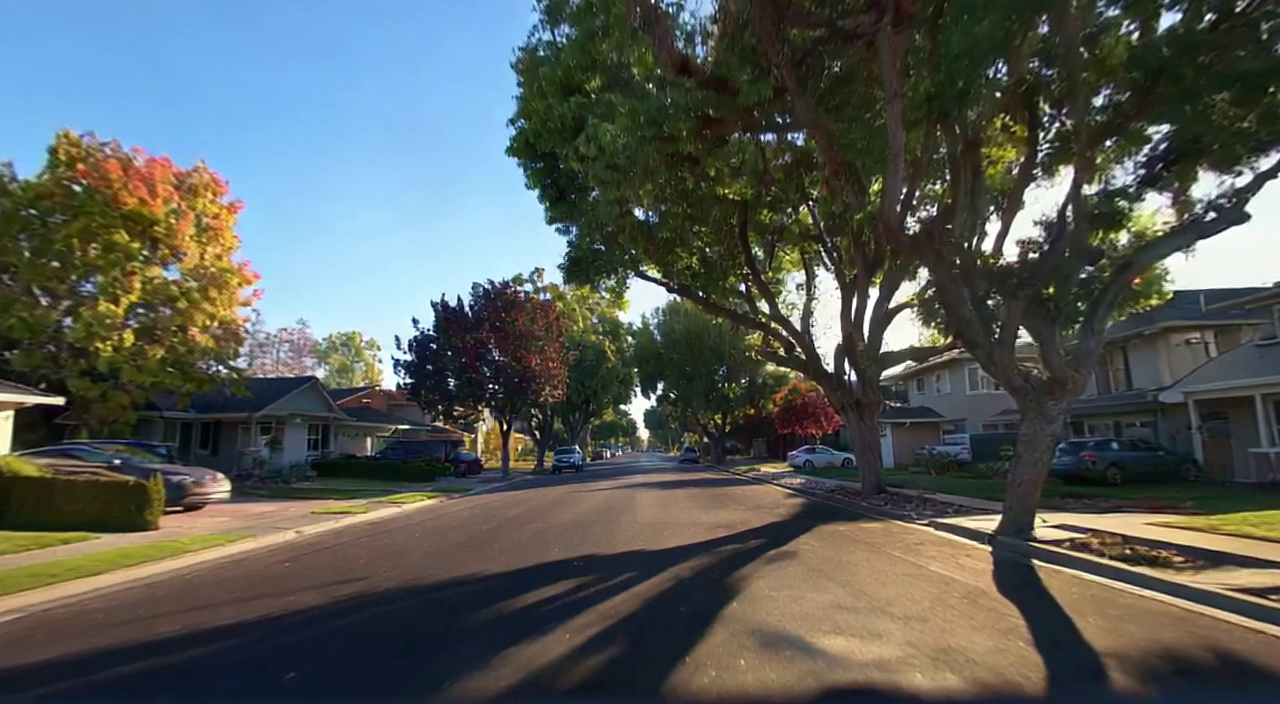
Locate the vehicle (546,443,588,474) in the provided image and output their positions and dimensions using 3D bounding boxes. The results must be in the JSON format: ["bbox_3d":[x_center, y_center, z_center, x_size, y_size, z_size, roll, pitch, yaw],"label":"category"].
[{"bbox_3d":[-4.817,7.119,42.481,2.341,1.942,5.044,-1,-9,-2],"label":"vehicle"}]

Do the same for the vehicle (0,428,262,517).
[{"bbox_3d":[-11.202,2.616,14.042,4.425,1.766,1.963,-1,-9,8],"label":"vehicle"}]

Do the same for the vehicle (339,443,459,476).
[{"bbox_3d":[-11.750,5.258,31.076,5.040,1.541,2.042,0,-9,1],"label":"vehicle"}]

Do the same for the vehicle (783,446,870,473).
[{"bbox_3d":[10.936,6.321,37.242,4.497,1.564,1.948,0,-8,0],"label":"vehicle"}]
